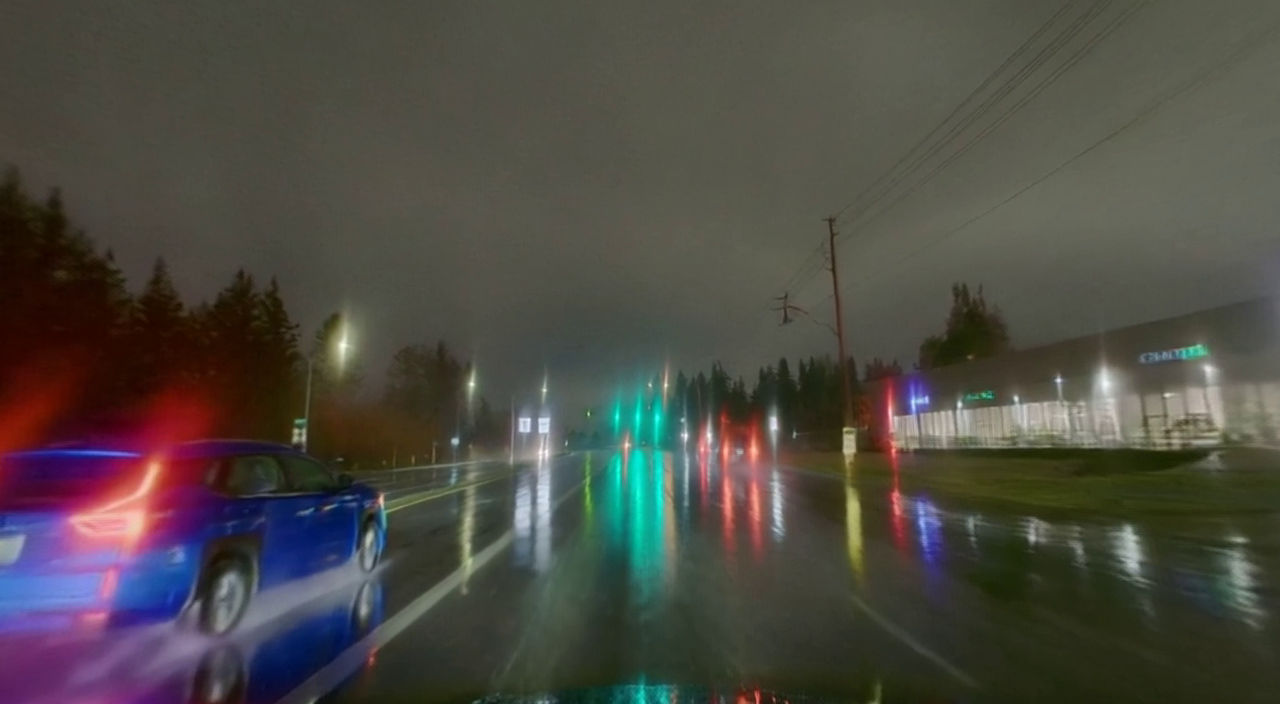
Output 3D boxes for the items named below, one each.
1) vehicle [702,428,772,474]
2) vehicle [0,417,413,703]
[{"bbox_3d":[4.566,4.804,30.761,2.476,2.016,5.586,0,-8,0],"label":"vehicle"},{"bbox_3d":[-3.702,1.386,5.387,2.017,1.470,4.293,0,-8,-1],"label":"vehicle"}]
